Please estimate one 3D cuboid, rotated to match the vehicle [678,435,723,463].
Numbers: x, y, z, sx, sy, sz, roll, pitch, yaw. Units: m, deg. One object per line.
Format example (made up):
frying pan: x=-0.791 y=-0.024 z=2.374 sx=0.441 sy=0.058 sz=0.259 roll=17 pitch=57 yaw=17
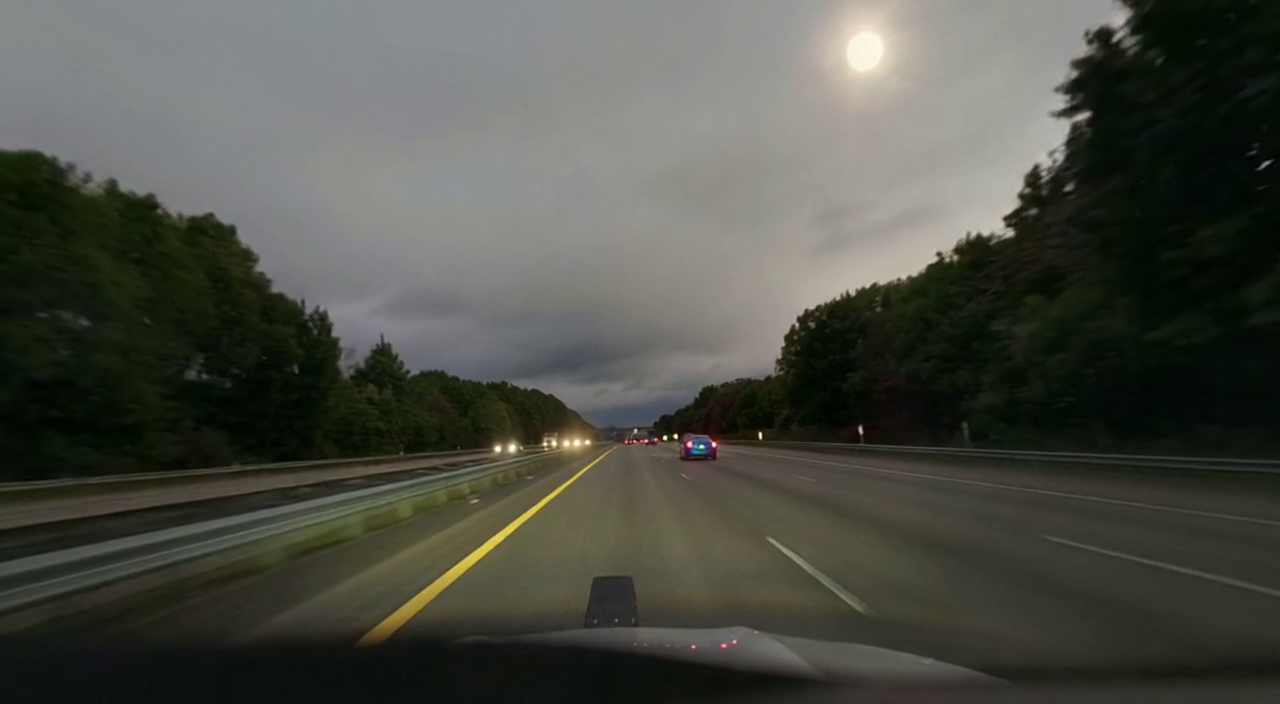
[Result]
vehicle: x=3.335 y=5.411 z=35.416 sx=2.017 sy=1.502 sz=4.369 roll=0 pitch=-8 yaw=-1
